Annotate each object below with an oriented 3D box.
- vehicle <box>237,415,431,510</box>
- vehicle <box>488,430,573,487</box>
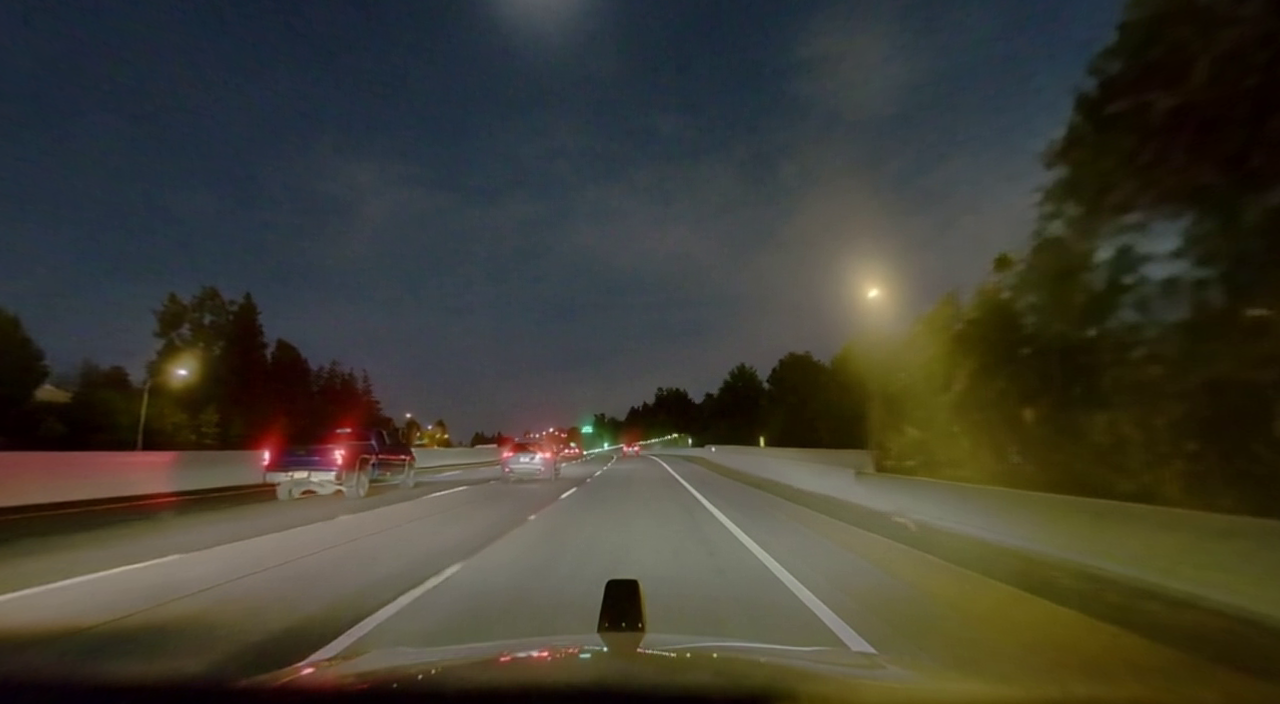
[{"bbox_3d":[-7.276,2.706,15.781,2.160,1.949,5.293,0,-9,0],"label":"vehicle"},{"bbox_3d":[-3.768,3.785,22.603,2.142,1.789,5.009,0,-9,0],"label":"vehicle"}]
